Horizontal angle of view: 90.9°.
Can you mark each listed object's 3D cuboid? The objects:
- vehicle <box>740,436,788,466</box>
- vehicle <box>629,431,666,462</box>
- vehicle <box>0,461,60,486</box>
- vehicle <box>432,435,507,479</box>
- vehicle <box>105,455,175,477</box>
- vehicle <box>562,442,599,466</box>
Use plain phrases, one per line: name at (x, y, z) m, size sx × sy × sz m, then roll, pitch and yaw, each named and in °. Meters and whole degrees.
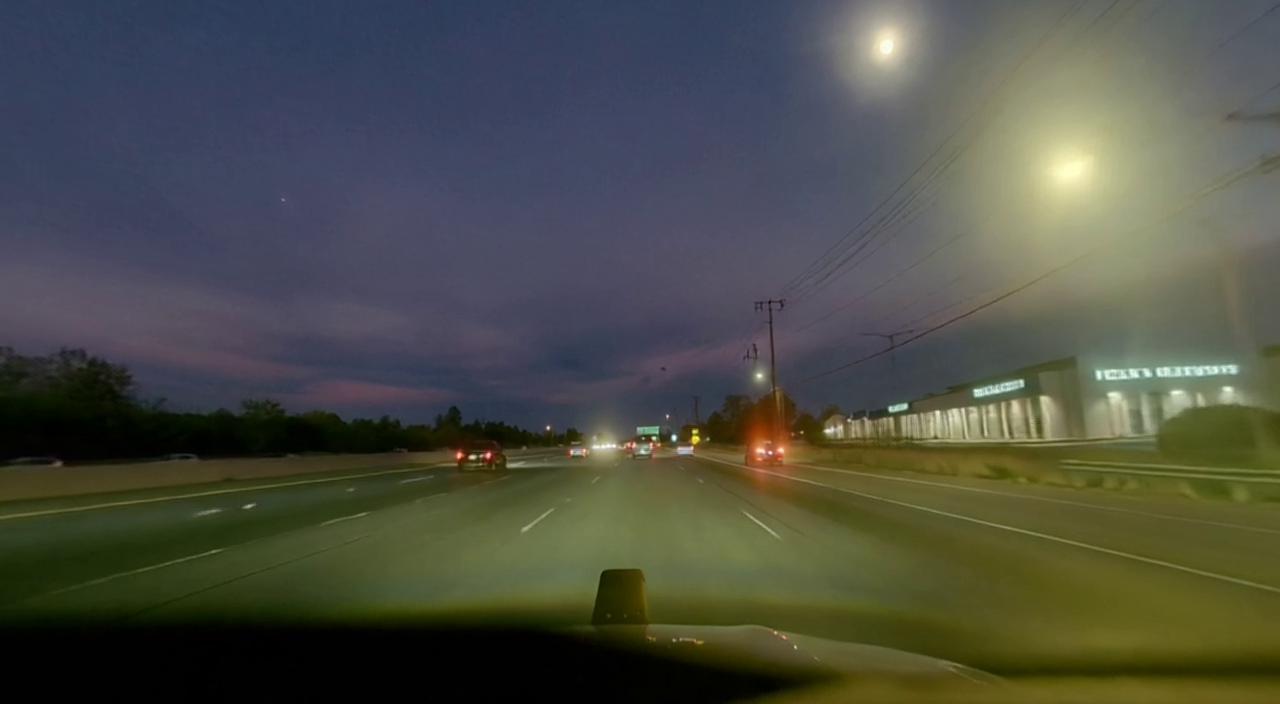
vehicle at (7.323, 5.879, 37.623) m, size 1.937 × 1.698 × 4.322 m, roll 0°, pitch -8°, yaw -1°
vehicle at (0.480, 7.151, 47.698) m, size 2.622 × 2.208 × 5.320 m, roll 0°, pitch -8°, yaw -1°
vehicle at (-40.685, 7.896, 41.201) m, size 1.721 × 1.452 × 4.006 m, roll 0°, pitch -8°, yaw 0°
vehicle at (-7.322, 4.546, 27.511) m, size 2.007 × 1.732 × 4.395 m, roll 0°, pitch -8°, yaw 0°
vehicle at (-37.143, 8.476, 46.963) m, size 1.751 × 1.460 × 4.239 m, roll 0°, pitch -8°, yaw 0°
vehicle at (-3.785, 6.550, 40.737) m, size 1.979 × 1.469 × 4.378 m, roll 0°, pitch -8°, yaw 0°
